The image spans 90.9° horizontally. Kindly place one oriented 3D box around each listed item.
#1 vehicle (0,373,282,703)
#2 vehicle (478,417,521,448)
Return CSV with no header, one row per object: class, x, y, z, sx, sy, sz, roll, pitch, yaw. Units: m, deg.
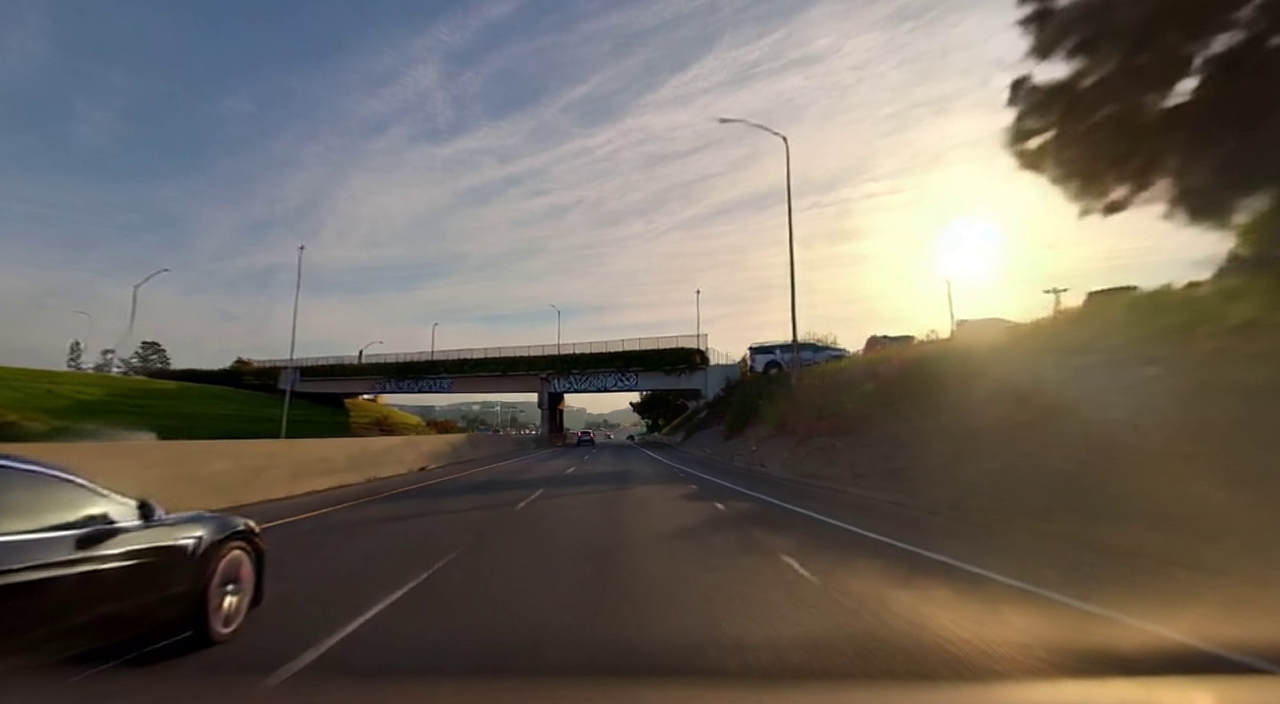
vehicle,-3.465,0.794,1.896,2.108,1.555,4.574,0,-8,-1
vehicle,-10.941,6.329,49.393,2.240,2.254,5.250,1,-8,-1
